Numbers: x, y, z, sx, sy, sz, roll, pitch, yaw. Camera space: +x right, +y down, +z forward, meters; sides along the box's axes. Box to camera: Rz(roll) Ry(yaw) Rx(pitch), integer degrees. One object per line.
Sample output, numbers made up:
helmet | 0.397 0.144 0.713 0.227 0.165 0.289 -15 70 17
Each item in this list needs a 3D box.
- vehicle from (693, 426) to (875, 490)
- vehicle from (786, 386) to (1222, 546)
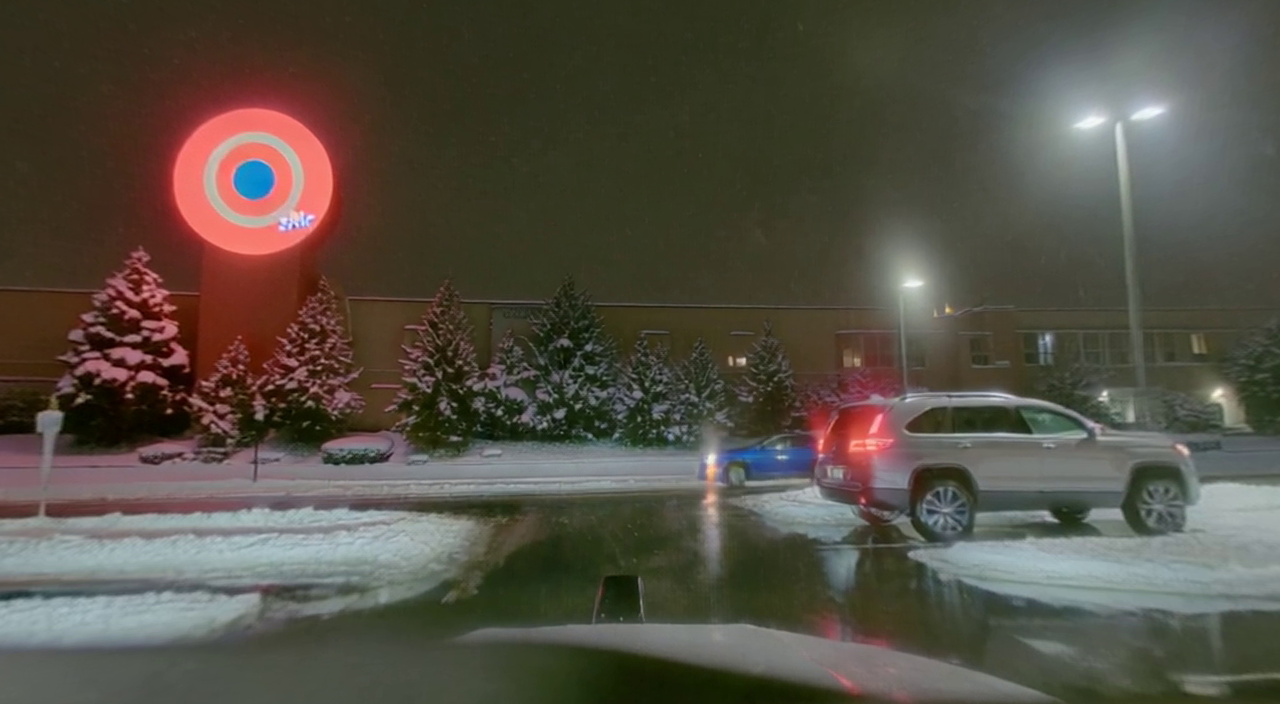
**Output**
vehicle | 4.296 3.211 19.345 4.957 1.788 2.092 1 -9 -8
vehicle | 4.912 1.577 9.140 4.864 1.916 2.413 1 -8 -7
